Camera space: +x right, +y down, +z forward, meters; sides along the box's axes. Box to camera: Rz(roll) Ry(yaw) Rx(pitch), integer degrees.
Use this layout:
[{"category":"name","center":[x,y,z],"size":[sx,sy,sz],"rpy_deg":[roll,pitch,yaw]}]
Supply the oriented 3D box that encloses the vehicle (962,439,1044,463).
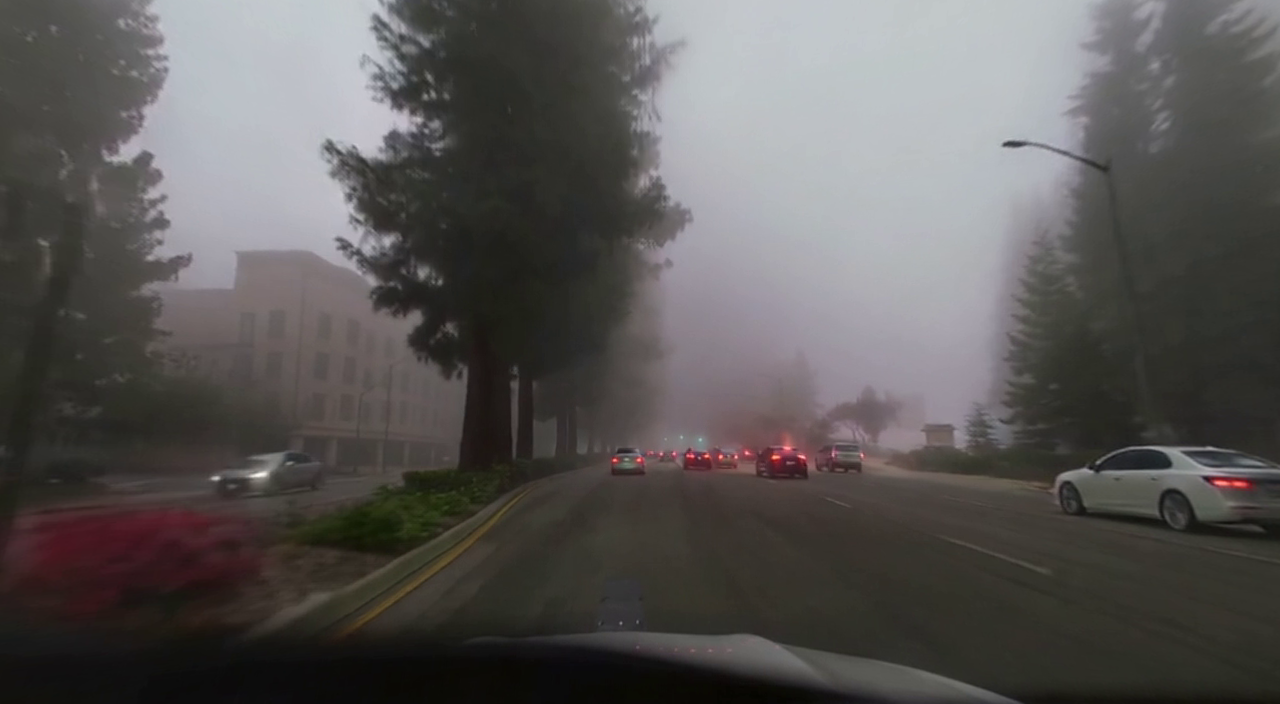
[{"category":"vehicle","center":[27.867,7.594,48.658],"size":[5.026,1.733,2.014],"rpy_deg":[0,-8,2]}]

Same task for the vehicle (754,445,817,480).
[{"category":"vehicle","center":[6.601,5.046,29.093],"size":[2.020,1.472,3.958],"rpy_deg":[0,-9,2]}]

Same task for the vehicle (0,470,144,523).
[{"category":"vehicle","center":[-18.322,4.492,20.063],"size":[1.769,1.344,3.947],"rpy_deg":[-1,-9,3]}]

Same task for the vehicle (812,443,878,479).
[{"category":"vehicle","center":[10.366,5.511,32.279],"size":[1.945,1.687,4.292],"rpy_deg":[0,-9,1]}]

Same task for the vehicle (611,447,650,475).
[{"category":"vehicle","center":[-0.512,6.184,35.949],"size":[2.077,1.477,3.897],"rpy_deg":[0,-9,0]}]

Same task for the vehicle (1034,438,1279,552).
[{"category":"vehicle","center":[9.154,2.275,10.848],"size":[1.888,1.508,4.646],"rpy_deg":[-1,-9,2]}]

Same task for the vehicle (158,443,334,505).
[{"category":"vehicle","center":[-14.791,4.587,24.372],"size":[2.879,2.048,5.861],"rpy_deg":[-1,-9,2]}]
